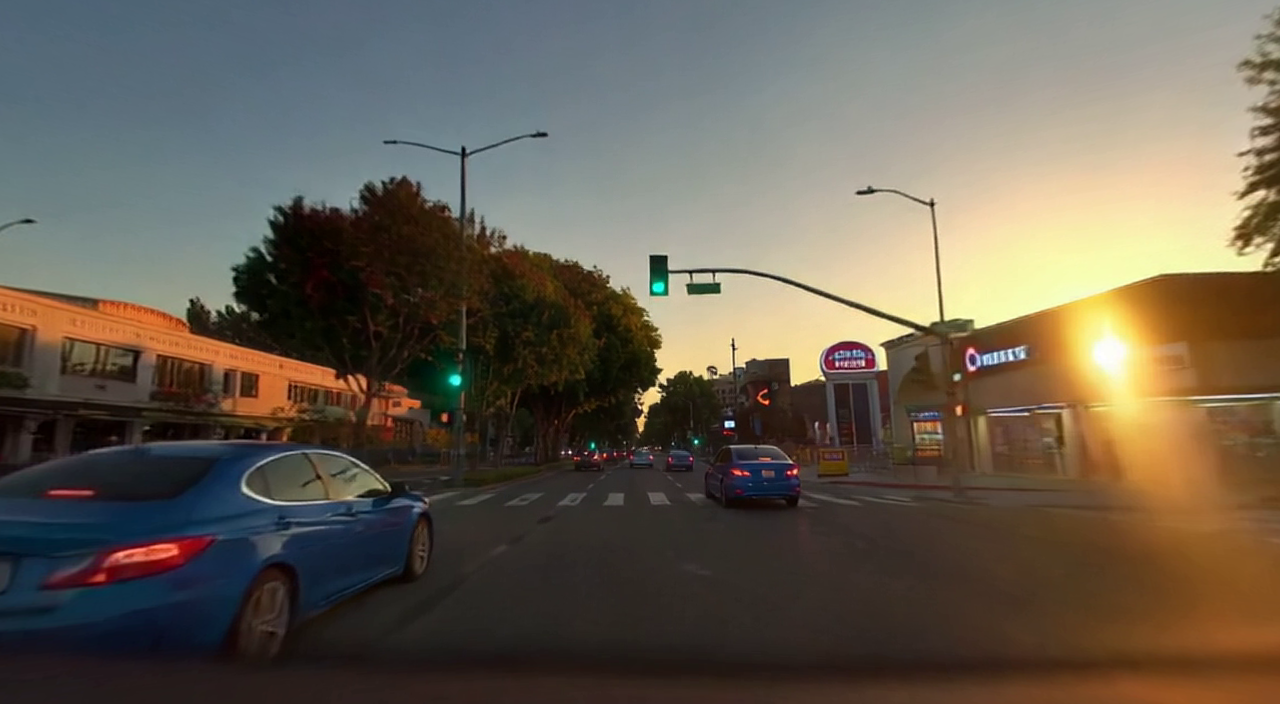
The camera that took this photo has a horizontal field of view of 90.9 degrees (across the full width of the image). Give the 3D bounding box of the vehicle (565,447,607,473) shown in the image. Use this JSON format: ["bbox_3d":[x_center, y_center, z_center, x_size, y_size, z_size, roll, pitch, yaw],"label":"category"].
[{"bbox_3d":[-3.192,6.496,38.142,2.040,1.471,4.211,-1,-8,2],"label":"vehicle"}]

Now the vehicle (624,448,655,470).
[{"bbox_3d":[-0.078,7.614,45.096,2.070,1.460,4.118,0,-8,-1],"label":"vehicle"}]

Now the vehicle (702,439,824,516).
[{"bbox_3d":[2.697,2.847,14.878,1.946,1.513,4.133,0,-8,-1],"label":"vehicle"}]

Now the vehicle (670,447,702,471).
[{"bbox_3d":[3.265,7.650,45.190,1.931,1.552,4.125,0,-8,0],"label":"vehicle"}]

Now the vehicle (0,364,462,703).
[{"bbox_3d":[-3.013,1.222,4.411,2.032,1.639,5.037,-1,-8,1],"label":"vehicle"}]
